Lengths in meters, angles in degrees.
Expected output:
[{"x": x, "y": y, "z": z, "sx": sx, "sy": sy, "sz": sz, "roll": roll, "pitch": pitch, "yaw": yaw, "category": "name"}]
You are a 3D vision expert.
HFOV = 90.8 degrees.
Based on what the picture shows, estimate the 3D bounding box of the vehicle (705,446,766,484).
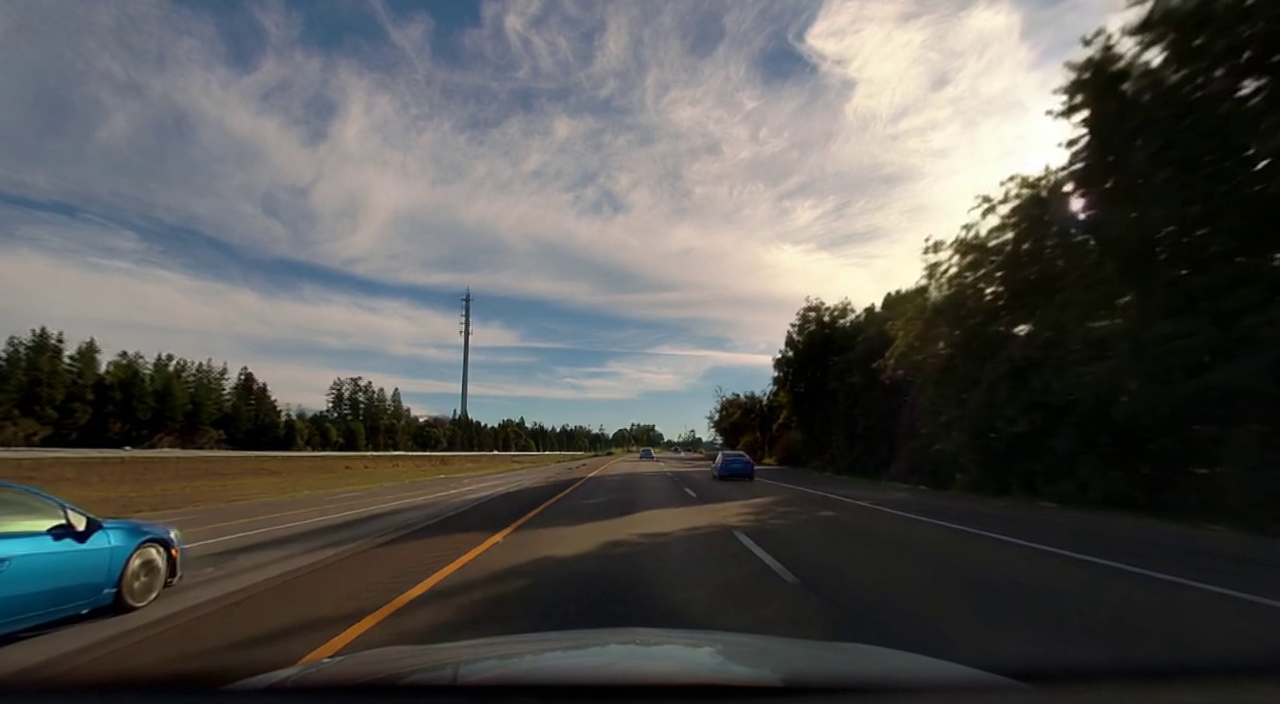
[{"x": 4.164, "y": 4.973, "z": 28.138, "sx": 2.030, "sy": 1.526, "sz": 4.165, "roll": 0, "pitch": -8, "yaw": 0, "category": "vehicle"}]
